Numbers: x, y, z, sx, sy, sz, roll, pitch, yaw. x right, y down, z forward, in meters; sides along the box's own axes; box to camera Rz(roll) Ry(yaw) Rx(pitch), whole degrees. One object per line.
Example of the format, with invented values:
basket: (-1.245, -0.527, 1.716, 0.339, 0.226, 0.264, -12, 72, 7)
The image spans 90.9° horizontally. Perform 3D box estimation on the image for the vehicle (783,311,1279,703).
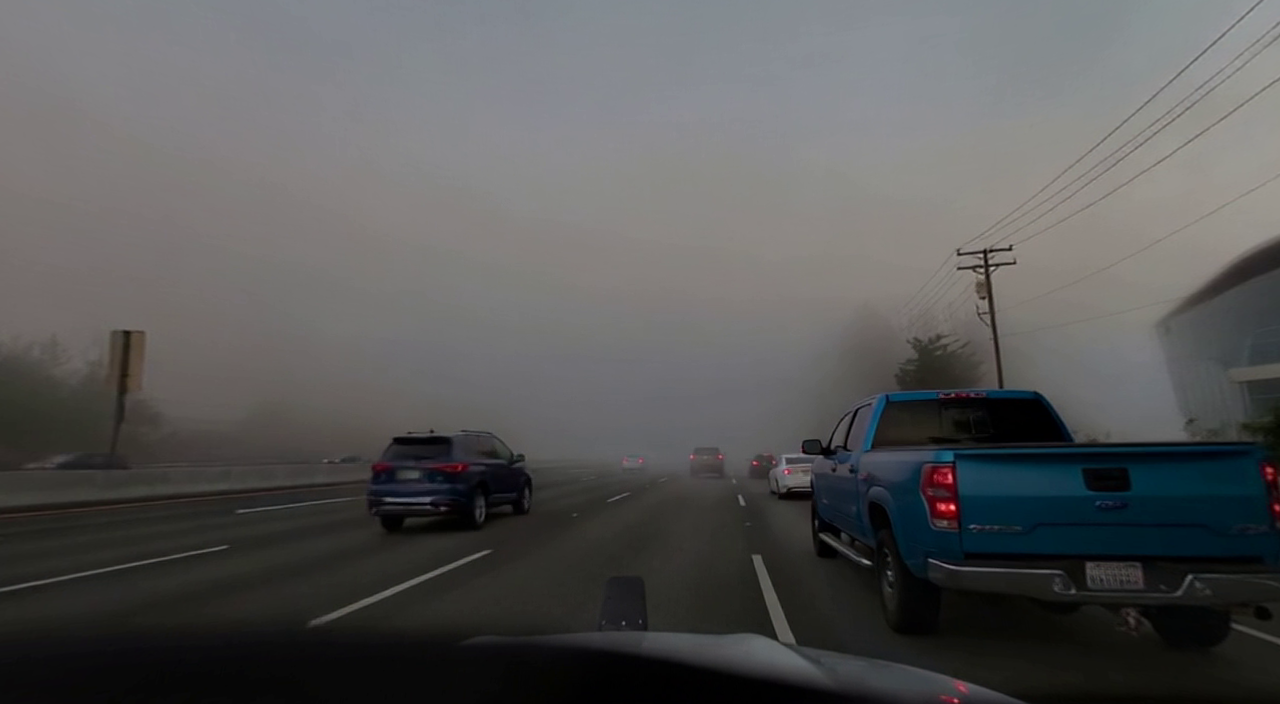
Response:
vehicle: (3.348, 1.321, 6.526, 3.024, 2.092, 6.797, -1, -8, 8)

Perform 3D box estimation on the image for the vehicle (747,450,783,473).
vehicle: (8.710, 7.660, 44.347, 2.072, 1.456, 4.537, -1, -8, 6)

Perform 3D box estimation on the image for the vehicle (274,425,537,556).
vehicle: (-3.560, 2.182, 10.787, 2.209, 1.714, 4.576, -1, -8, 8)

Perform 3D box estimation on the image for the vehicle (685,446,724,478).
vehicle: (3.747, 6.266, 36.285, 2.080, 1.682, 4.150, -1, -8, 7)

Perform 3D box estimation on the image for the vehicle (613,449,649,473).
vehicle: (-0.565, 7.598, 44.193, 2.119, 1.478, 4.644, -1, -8, 5)

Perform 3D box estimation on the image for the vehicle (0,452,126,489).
vehicle: (-28.917, 5.770, 31.148, 2.026, 1.607, 5.372, -1, -8, 8)
